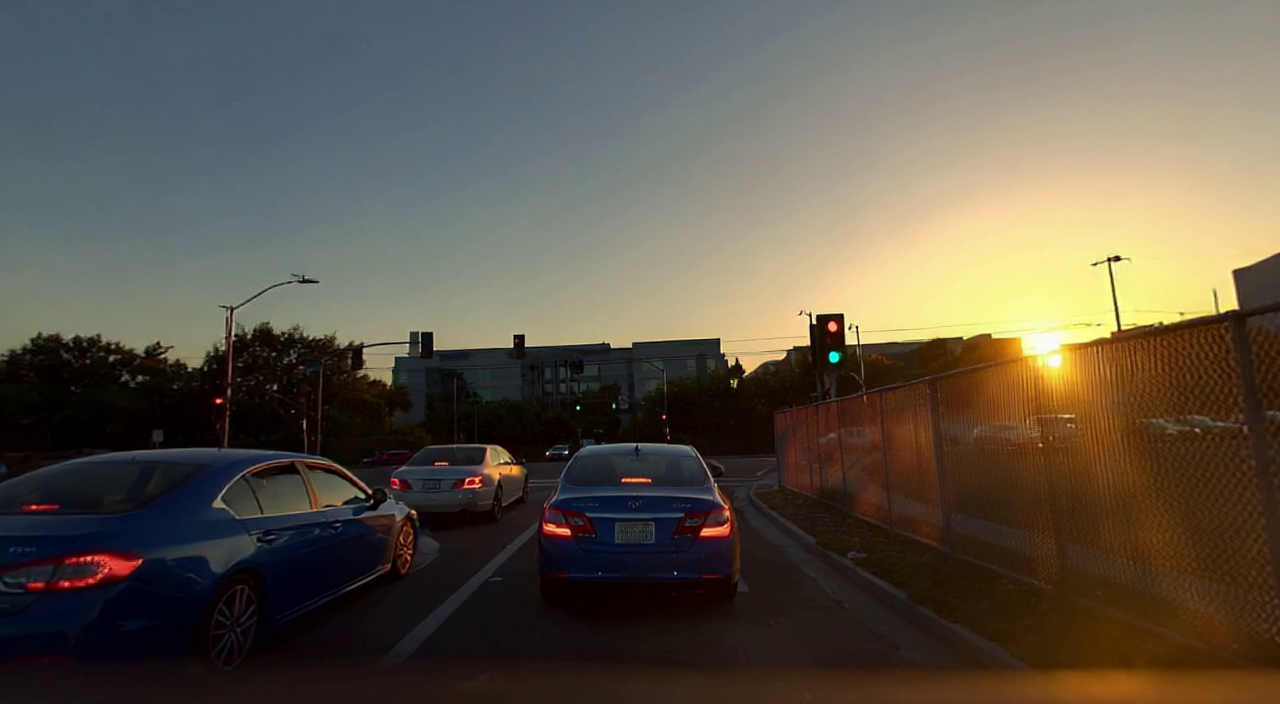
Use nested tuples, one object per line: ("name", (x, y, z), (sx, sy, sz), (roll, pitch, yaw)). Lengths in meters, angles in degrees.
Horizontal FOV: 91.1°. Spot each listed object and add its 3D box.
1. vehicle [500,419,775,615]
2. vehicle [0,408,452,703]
("vehicle", (-0.016, 1.600, 7.008), (2.144, 1.514, 4.063), (0, -9, 0))
("vehicle", (-3.211, 1.321, 4.876), (1.971, 1.488, 4.581), (0, -9, 1))
